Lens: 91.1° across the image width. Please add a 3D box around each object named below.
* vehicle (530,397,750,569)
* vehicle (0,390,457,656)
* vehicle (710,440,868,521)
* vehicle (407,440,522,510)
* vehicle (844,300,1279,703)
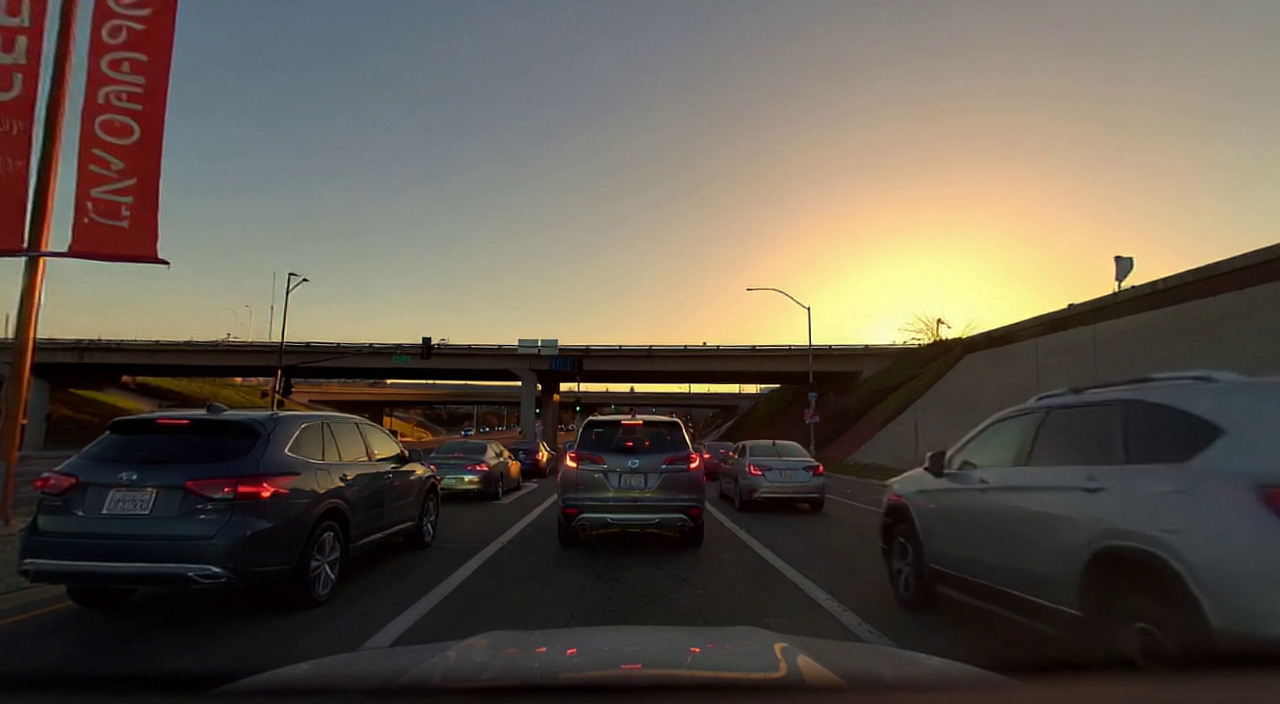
[{"bbox_3d":[-0.076,1.771,9.212,2.409,1.864,4.471,0,-9,-2],"label":"vehicle"},{"bbox_3d":[-3.493,1.425,6.270,2.039,1.709,4.265,0,-9,0],"label":"vehicle"},{"bbox_3d":[3.043,2.760,14.138,2.228,1.472,4.939,0,-9,-1],"label":"vehicle"},{"bbox_3d":[-4.151,2.944,15.437,1.797,1.505,3.506,0,-9,0],"label":"vehicle"},{"bbox_3d":[3.167,1.034,4.142,2.016,1.804,4.681,0,-9,-1],"label":"vehicle"}]
